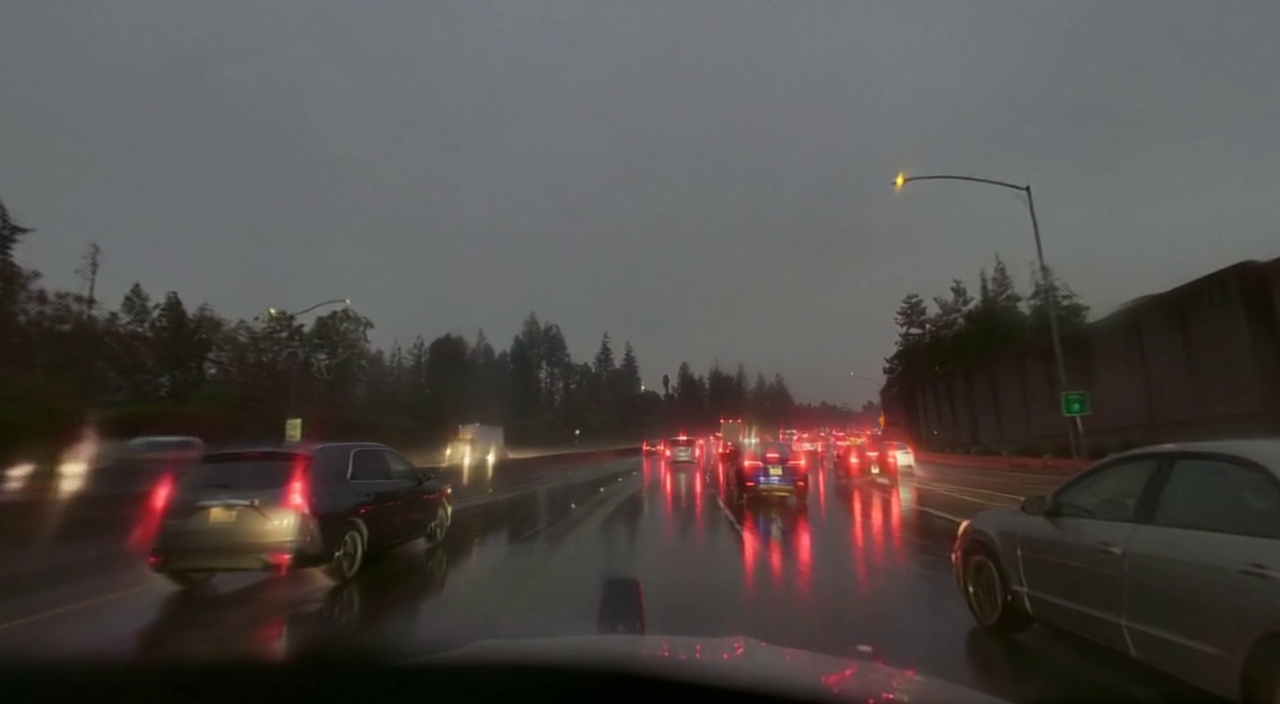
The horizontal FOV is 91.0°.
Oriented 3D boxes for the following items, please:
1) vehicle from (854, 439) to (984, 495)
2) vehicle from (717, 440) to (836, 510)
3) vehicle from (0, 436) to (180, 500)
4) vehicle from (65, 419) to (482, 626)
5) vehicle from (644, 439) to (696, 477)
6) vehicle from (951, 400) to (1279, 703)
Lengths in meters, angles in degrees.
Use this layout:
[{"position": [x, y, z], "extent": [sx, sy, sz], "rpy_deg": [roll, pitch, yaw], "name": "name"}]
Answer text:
[{"position": [8.311, 3.456, 19.306], "extent": [2.014, 1.506, 4.626], "rpy_deg": [0, -9, 2], "name": "vehicle"}, {"position": [3.208, 2.999, 15.840], "extent": [2.009, 1.489, 4.559], "rpy_deg": [0, -9, 1], "name": "vehicle"}, {"position": [-18.995, 3.908, 21.658], "extent": [2.227, 1.917, 5.034], "rpy_deg": [-1, -9, 4], "name": "vehicle"}, {"position": [-3.373, 1.649, 7.106], "extent": [1.937, 1.558, 4.469], "rpy_deg": [0, -9, 1], "name": "vehicle"}, {"position": [1.379, 4.844, 28.996], "extent": [2.201, 1.614, 3.803], "rpy_deg": [0, -9, 3], "name": "vehicle"}, {"position": [3.351, 0.938, 2.353], "extent": [2.014, 1.489, 4.696], "rpy_deg": [0, -9, 1], "name": "vehicle"}]
